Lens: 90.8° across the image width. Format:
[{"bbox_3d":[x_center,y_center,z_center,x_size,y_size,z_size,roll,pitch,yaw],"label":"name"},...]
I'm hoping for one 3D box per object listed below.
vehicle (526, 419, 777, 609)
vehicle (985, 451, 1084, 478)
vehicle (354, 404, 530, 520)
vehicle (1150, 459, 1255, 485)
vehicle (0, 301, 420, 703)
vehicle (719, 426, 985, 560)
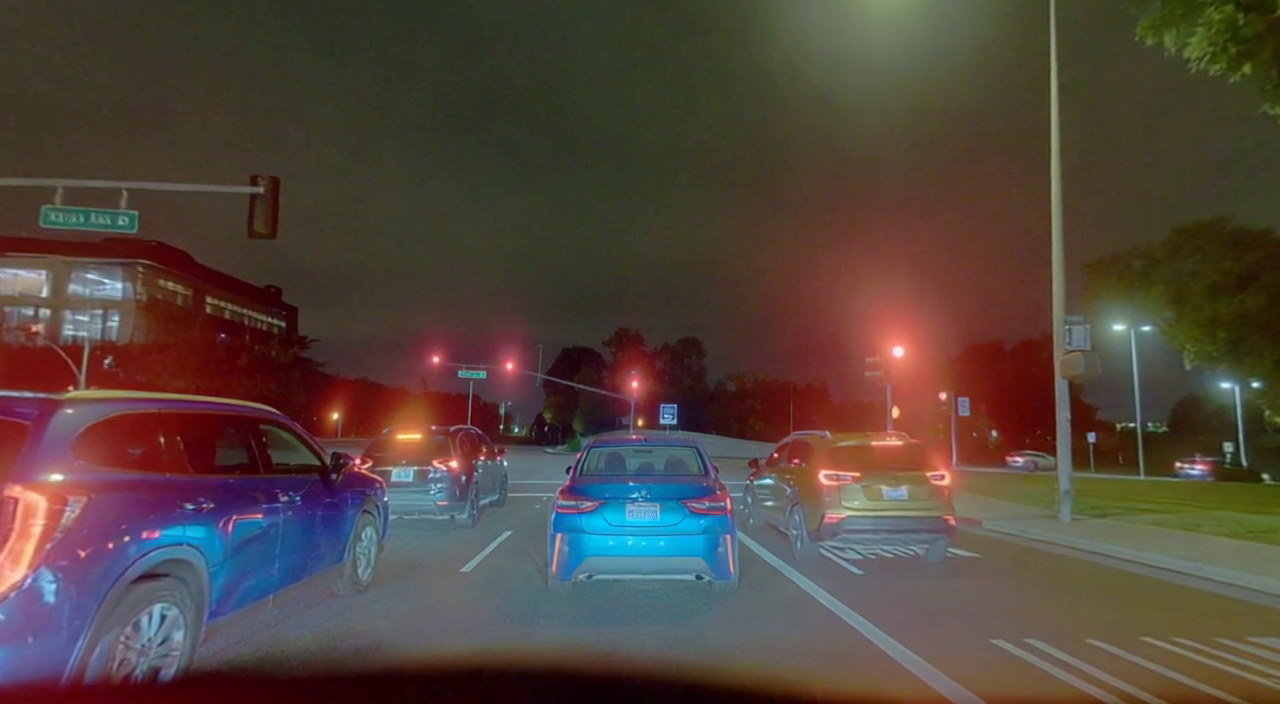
[{"bbox_3d":[-0.059,1.612,7.316,2.001,1.483,4.442,0,-8,-4],"label":"vehicle"},{"bbox_3d":[24.185,6.892,38.844,4.737,1.572,2.026,0,-8,-2],"label":"vehicle"},{"bbox_3d":[-3.881,2.299,13.714,2.305,1.984,5.586,0,-8,-3],"label":"vehicle"},{"bbox_3d":[34.650,7.380,38.995,4.609,1.513,1.861,0,-8,1],"label":"vehicle"},{"bbox_3d":[-3.145,1.006,4.158,1.924,1.737,4.387,0,-8,-2],"label":"vehicle"},{"bbox_3d":[2.767,1.977,9.736,2.100,1.524,4.746,1,-8,-5],"label":"vehicle"}]
